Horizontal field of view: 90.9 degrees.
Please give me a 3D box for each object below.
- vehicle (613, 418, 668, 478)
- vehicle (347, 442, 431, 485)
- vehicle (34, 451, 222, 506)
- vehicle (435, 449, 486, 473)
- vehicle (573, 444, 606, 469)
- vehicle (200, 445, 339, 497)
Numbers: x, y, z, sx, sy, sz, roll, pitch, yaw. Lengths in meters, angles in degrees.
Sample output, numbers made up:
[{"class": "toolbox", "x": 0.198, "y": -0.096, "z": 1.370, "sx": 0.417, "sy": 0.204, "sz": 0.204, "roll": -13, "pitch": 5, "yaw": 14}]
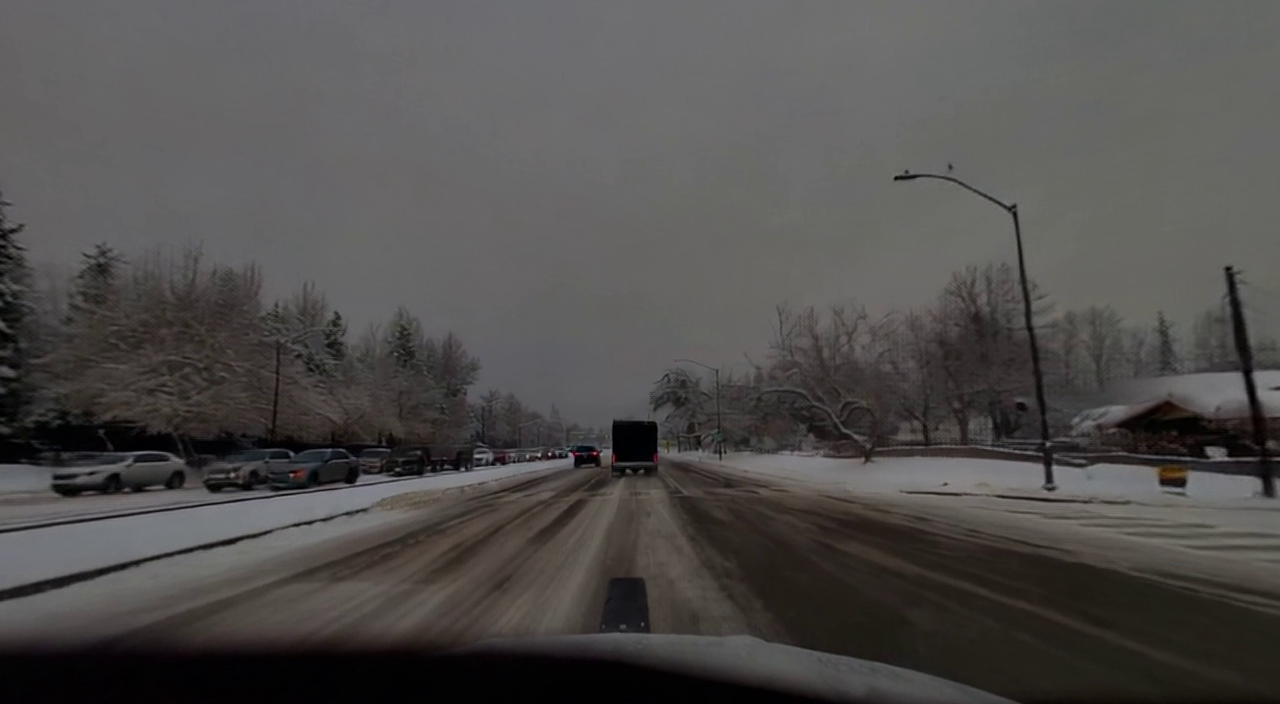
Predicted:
[{"class": "vehicle", "x": -0.128, "y": 5.791, "z": 38.176, "sx": 2.843, "sy": 3.120, "sz": 10.422, "roll": 0, "pitch": -8, "yaw": -2}, {"class": "vehicle", "x": -12.454, "y": 5.512, "z": 31.612, "sx": 2.068, "sy": 1.747, "sz": 5.040, "roll": -4, "pitch": -7, "yaw": 1}, {"class": "vehicle", "x": -16.326, "y": 4.021, "z": 20.549, "sx": 2.022, "sy": 1.442, "sz": 4.853, "roll": -4, "pitch": -9, "yaw": 1}, {"class": "vehicle", "x": -11.968, "y": 7.263, "z": 42.337, "sx": 1.935, "sy": 1.467, "sz": 4.451, "roll": 0, "pitch": -8, "yaw": 2}, {"class": "vehicle", "x": -3.876, "y": 8.195, "z": 49.538, "sx": 2.184, "sy": 1.830, "sz": 4.890, "roll": 0, "pitch": -8, "yaw": 0}, {"class": "vehicle", "x": -12.959, "y": 4.160, "z": 22.499, "sx": 1.960, "sy": 1.627, "sz": 4.784, "roll": 0, "pitch": -8, "yaw": 1}]
